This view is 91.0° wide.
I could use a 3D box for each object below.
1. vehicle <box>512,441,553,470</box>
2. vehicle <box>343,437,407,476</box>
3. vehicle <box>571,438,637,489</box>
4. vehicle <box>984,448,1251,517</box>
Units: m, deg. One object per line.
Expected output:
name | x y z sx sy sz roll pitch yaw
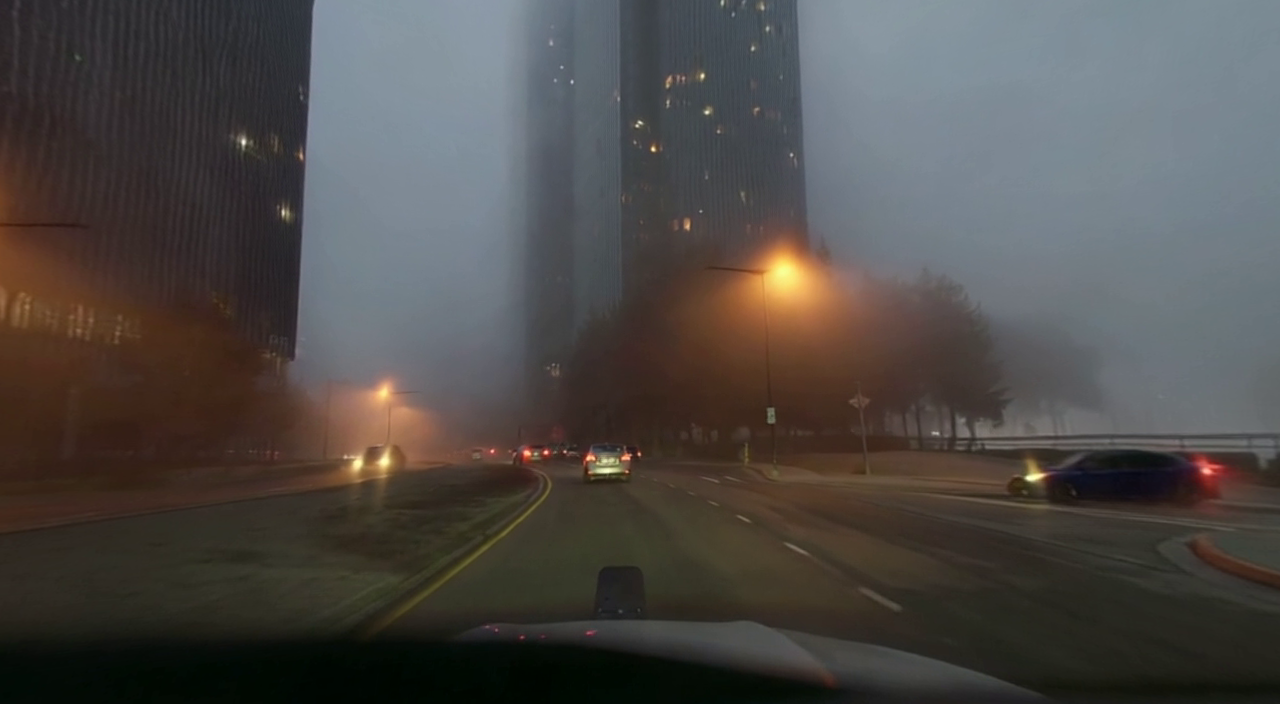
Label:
vehicle | -6.825 6.474 39.624 2.121 1.728 4.161 2 -9 -14
vehicle | -15.525 6.245 37.204 2.334 1.945 5.298 6 -13 -11
vehicle | -1.244 4.026 23.145 2.183 1.675 4.319 0 -9 -1
vehicle | 11.359 3.117 15.367 4.645 1.505 2.100 -1 -9 8
